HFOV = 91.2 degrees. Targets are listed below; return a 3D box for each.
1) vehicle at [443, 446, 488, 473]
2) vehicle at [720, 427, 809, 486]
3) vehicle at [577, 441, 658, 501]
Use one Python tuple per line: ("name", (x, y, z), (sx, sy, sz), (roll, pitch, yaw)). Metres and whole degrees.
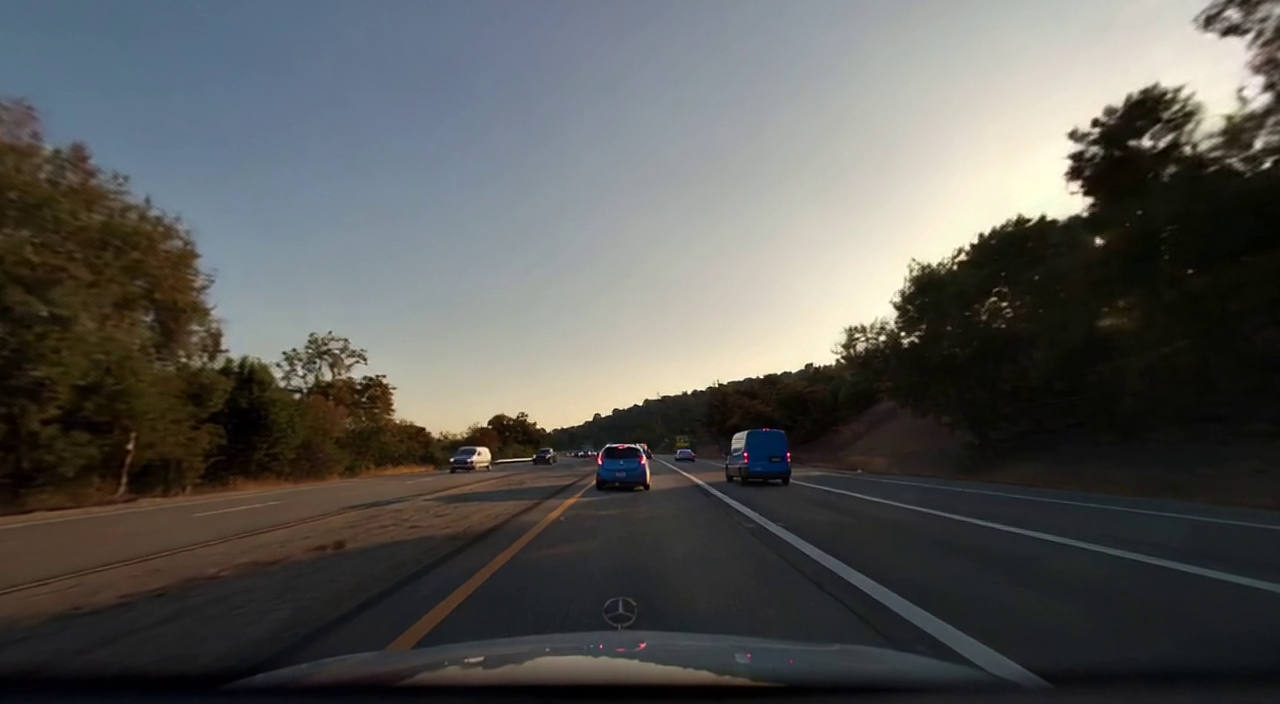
("vehicle", (-12.563, 7.775, 45.493), (1.979, 1.807, 4.353), (0, -9, 0))
("vehicle", (4.509, 3.892, 23.567), (2.261, 1.952, 4.784), (0, -9, -1))
("vehicle", (-0.572, 3.278, 17.671), (2.029, 1.483, 3.769), (0, -9, 0))
